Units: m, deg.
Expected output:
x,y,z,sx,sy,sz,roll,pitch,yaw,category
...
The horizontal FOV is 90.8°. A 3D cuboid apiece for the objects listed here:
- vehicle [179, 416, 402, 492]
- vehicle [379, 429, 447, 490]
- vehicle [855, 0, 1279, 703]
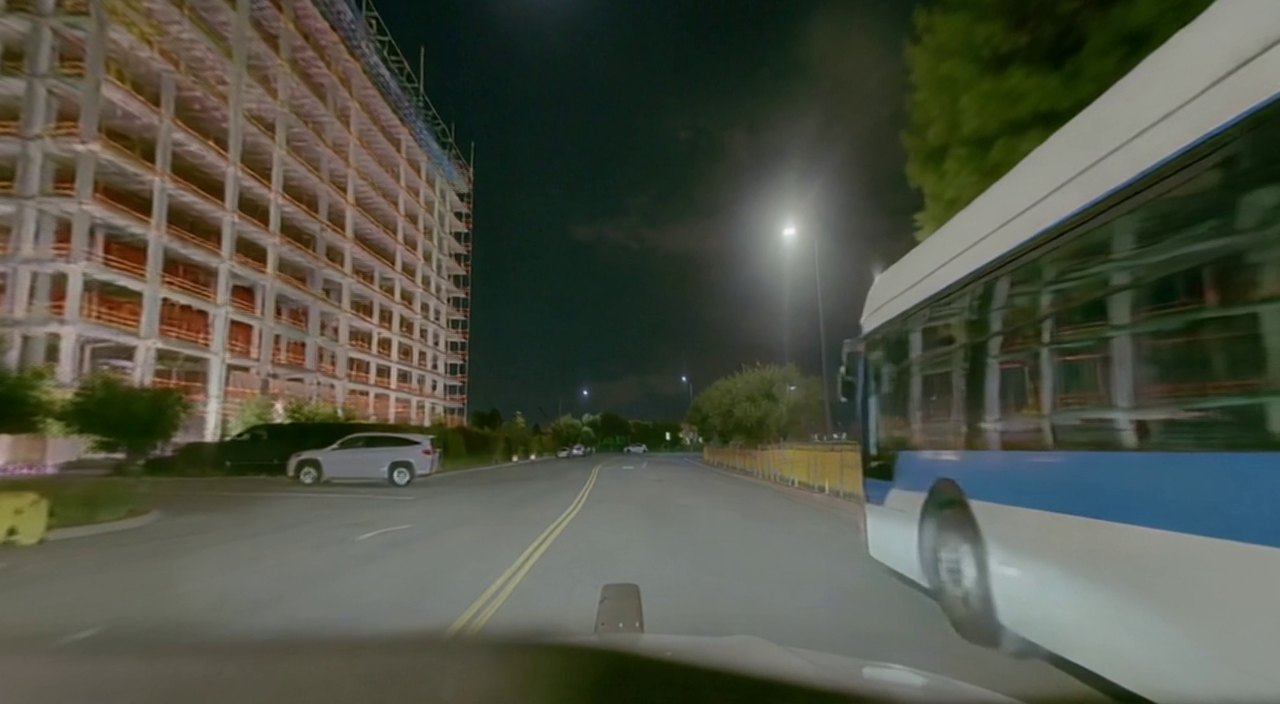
x,y,z,sx,sy,sz,roll,pitch,yaw,category
-13.723,4.111,25.501,7.067,2.785,2.980,2,-9,-9,vehicle
-8.307,3.909,23.295,1.515,2.074,2.668,0,-8,-1,vehicle
3.830,-0.204,1.079,3.040,3.424,12.508,0,-9,2,vehicle
